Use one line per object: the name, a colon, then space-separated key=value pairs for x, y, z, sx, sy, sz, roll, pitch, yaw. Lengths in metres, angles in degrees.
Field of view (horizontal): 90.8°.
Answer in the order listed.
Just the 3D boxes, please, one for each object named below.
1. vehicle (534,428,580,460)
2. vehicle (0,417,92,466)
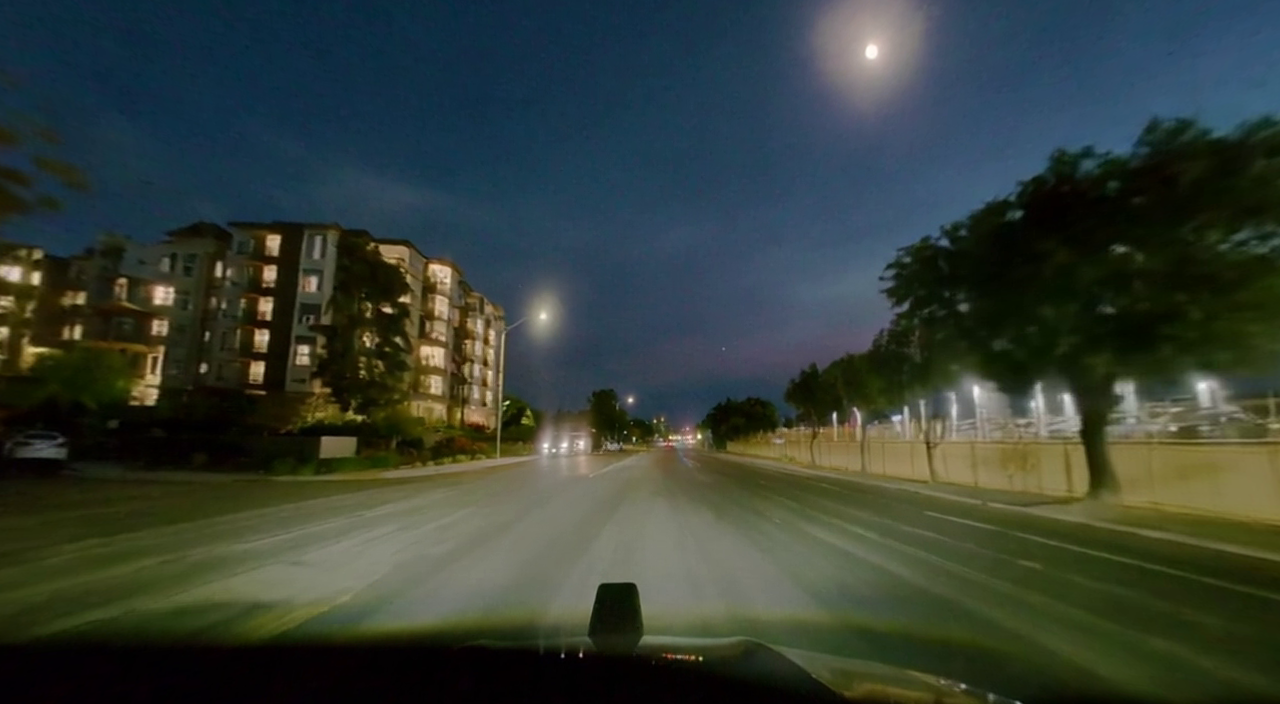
vehicle: x=-5.707 y=6.434 z=44.094 sx=2.192 sy=1.965 sz=4.917 roll=2 pitch=-8 yaw=3
vehicle: x=-24.893 y=3.642 z=25.687 sx=5.078 sy=1.794 sz=2.210 roll=-5 pitch=-10 yaw=30
